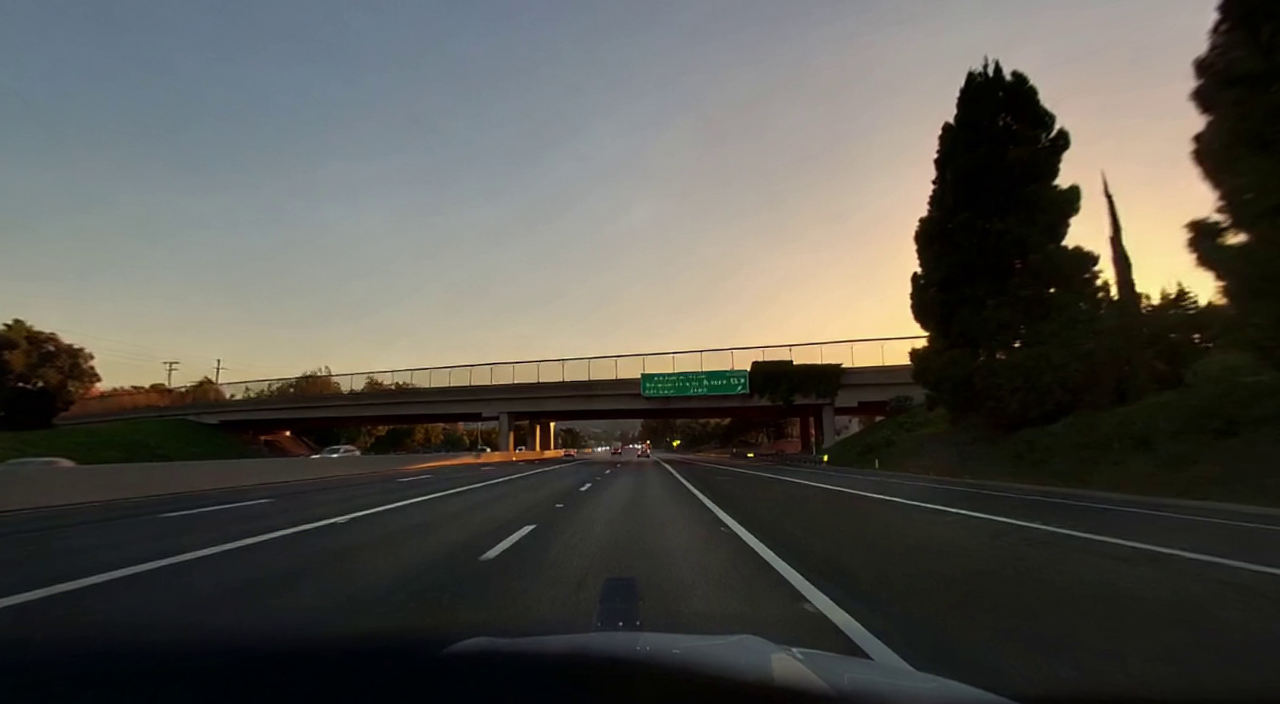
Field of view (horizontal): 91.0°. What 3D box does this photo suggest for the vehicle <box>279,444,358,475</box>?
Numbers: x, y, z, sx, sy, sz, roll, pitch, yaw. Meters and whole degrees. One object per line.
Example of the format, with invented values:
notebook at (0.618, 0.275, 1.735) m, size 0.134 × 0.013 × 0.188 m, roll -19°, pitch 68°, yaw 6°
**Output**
vehicle at (-21.784, 7.295, 43.016) m, size 2.247 × 1.915 × 5.749 m, roll 0°, pitch -9°, yaw 1°
